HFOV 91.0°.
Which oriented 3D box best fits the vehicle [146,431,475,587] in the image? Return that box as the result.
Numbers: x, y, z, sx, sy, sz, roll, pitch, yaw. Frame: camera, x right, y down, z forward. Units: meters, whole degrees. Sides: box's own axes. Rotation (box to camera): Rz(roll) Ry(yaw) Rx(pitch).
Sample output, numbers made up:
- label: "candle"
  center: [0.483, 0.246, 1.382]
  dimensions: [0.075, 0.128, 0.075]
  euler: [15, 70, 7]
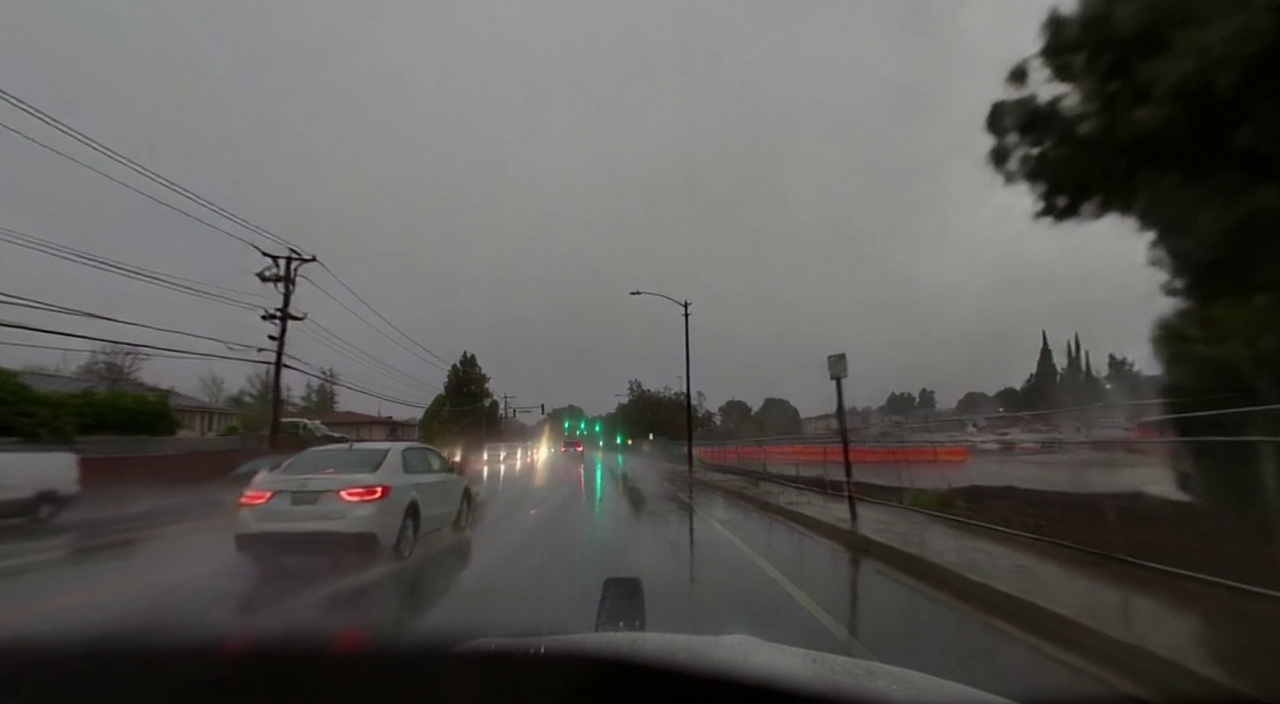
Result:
- label: "vehicle"
  center: [-3.816, 1.857, 8.451]
  dimensions: [2.020, 1.489, 4.469]
  euler: [1, -8, 0]
